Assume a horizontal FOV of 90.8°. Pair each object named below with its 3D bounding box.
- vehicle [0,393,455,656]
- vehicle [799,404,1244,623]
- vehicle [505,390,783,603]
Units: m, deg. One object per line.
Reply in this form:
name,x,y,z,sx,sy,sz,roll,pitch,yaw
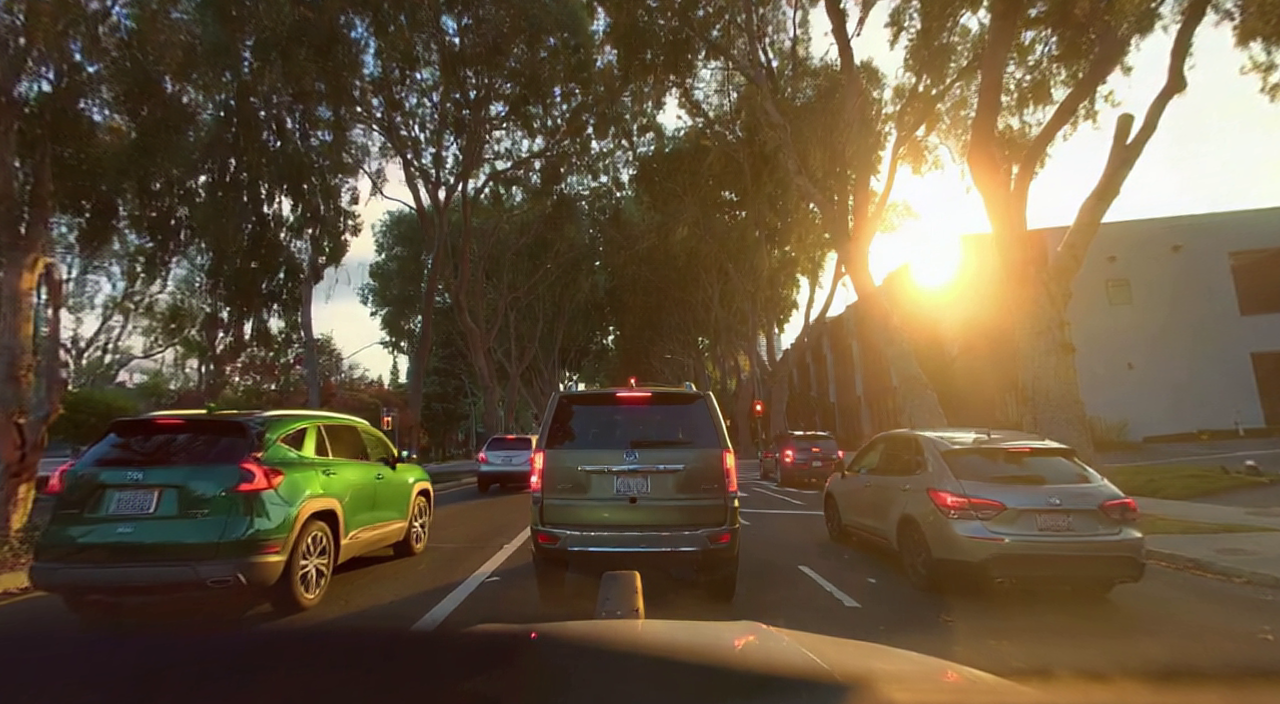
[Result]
vehicle,-3.374,1.382,6.057,1.961,1.639,4.064,0,-9,0
vehicle,3.462,1.552,7.040,2.202,1.657,4.298,0,-9,-1
vehicle,0.016,1.484,7.247,2.294,1.761,3.857,0,-9,-1
